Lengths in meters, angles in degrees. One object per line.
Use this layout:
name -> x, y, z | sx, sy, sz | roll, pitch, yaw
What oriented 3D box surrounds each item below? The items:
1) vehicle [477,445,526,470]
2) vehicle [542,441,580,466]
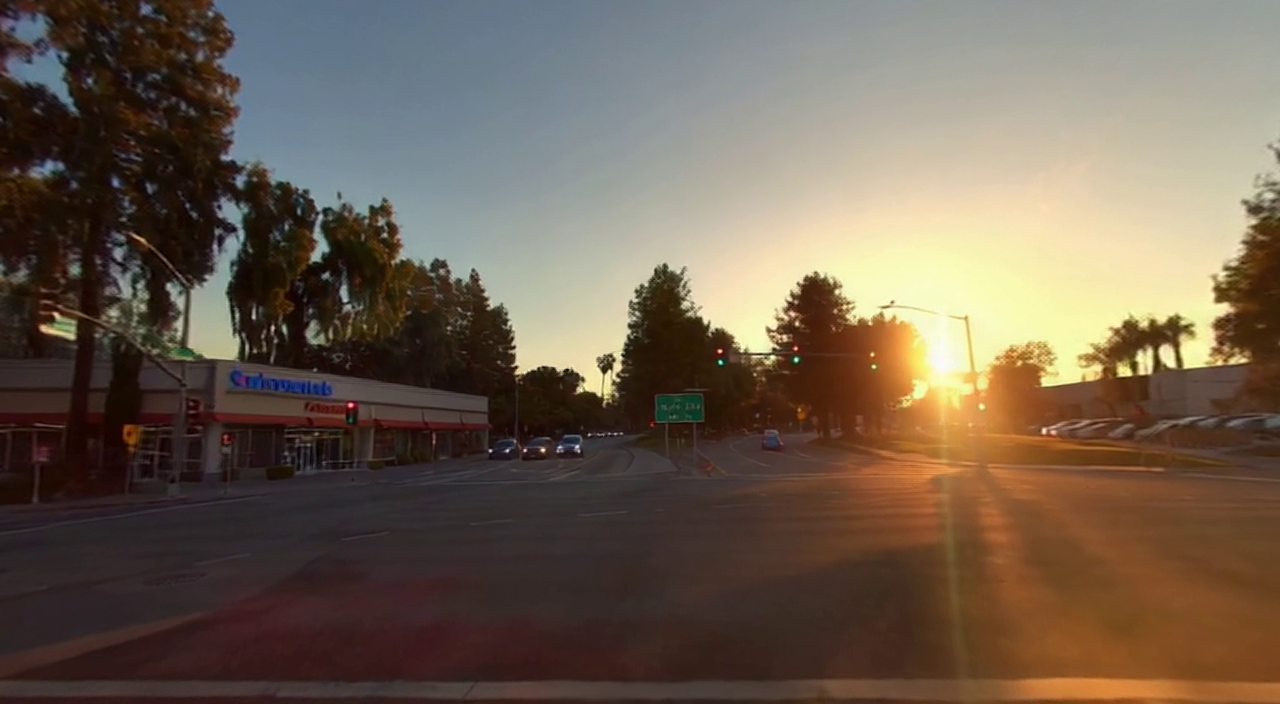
vehicle -> -8.952, 6.845, 41.163 | 2.111, 1.499, 4.371 | 0, -9, 1
vehicle -> -5.189, 6.762, 42.066 | 1.920, 1.546, 4.086 | 0, -9, 2
